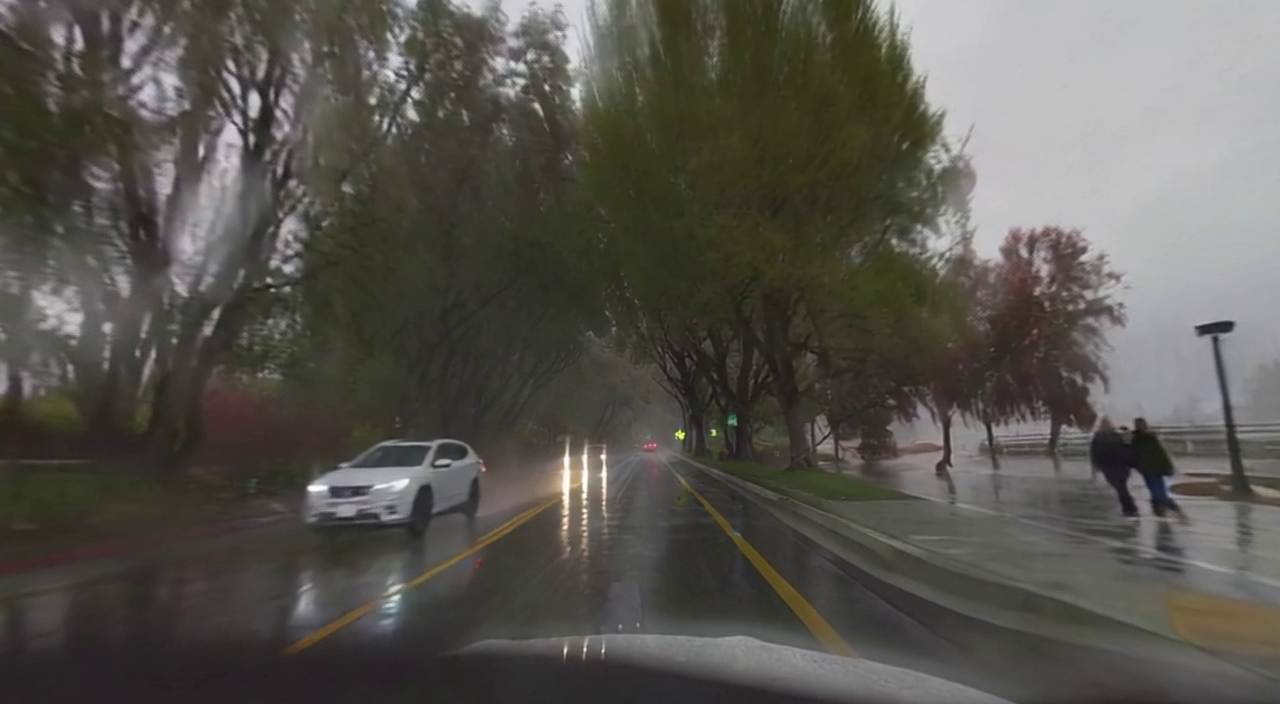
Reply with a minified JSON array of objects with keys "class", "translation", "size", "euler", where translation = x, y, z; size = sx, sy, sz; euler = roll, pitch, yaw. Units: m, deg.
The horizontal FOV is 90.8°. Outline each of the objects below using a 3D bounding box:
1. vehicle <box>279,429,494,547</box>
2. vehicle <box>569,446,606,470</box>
[{"class":"vehicle","translation":[-3.987,2.183,10.785],"size":[1.898,1.606,3.927],"euler":[-1,-8,2]},{"class":"vehicle","translation":[-3.500,7.164,43.026],"size":[1.967,1.499,4.287],"euler":[-1,-8,2]}]
